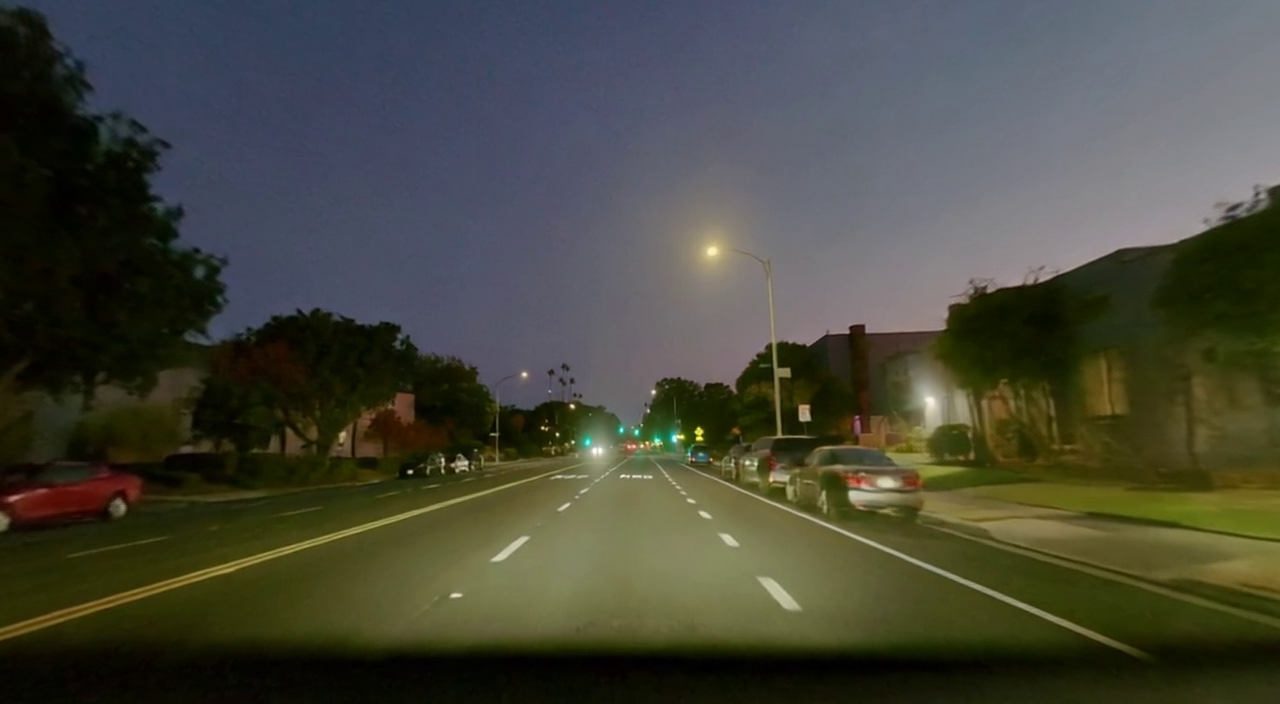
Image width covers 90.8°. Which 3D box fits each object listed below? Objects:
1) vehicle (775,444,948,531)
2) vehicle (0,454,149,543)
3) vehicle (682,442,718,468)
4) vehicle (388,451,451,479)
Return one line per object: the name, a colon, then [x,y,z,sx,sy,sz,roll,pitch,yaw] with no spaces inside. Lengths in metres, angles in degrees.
vehicle: [4.205,2.620,12.905,1.845,1.443,4.531,0,-9,-1]
vehicle: [-13.693,3.151,13.783,2.239,1.645,4.700,-3,-8,-1]
vehicle: [4.349,7.515,46.267,2.220,1.752,4.782,0,-9,1]
vehicle: [-13.900,7.118,40.142,2.163,1.641,4.875,0,-9,0]
